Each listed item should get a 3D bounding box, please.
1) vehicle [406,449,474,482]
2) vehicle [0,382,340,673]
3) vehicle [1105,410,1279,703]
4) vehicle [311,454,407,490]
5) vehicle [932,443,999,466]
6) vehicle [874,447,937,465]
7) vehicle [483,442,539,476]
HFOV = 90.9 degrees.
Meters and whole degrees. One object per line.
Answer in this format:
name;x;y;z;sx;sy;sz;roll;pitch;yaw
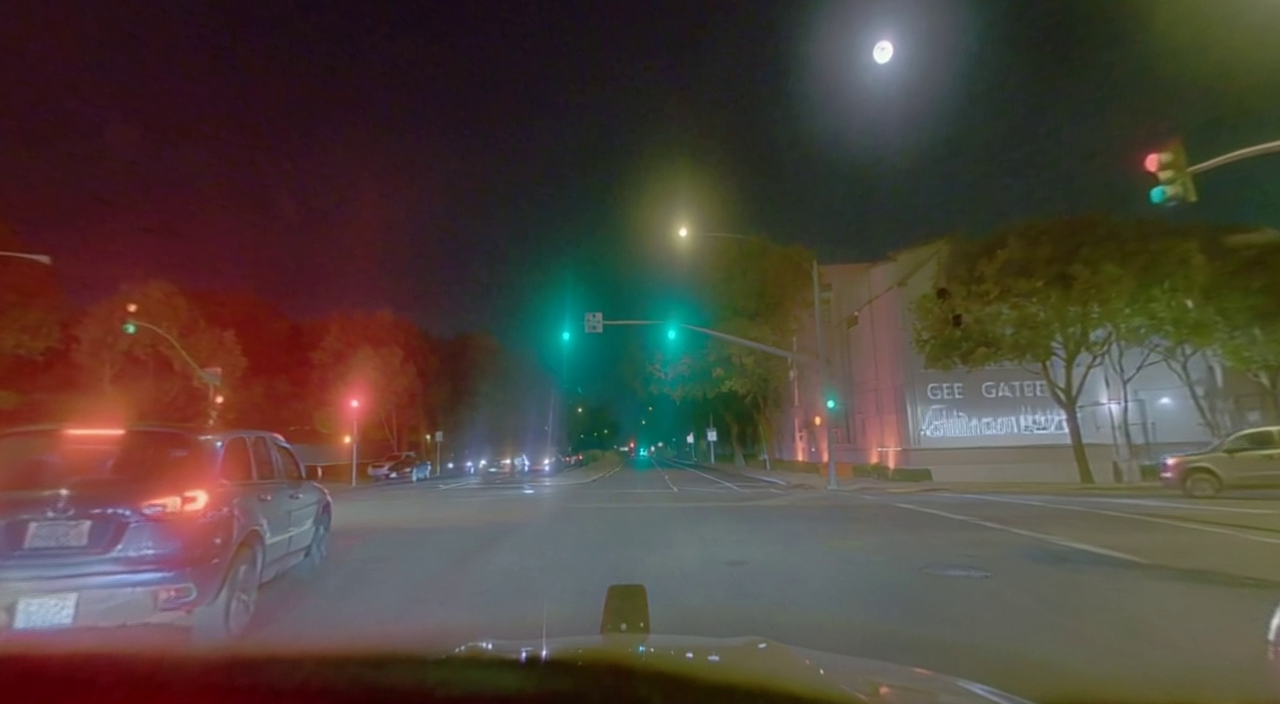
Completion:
vehicle;-10.636;6.049;33.898;2.041;1.548;4.868;0;-8;0
vehicle;-4.613;1.411;6.199;2.000;1.789;4.638;2;-9;-13
vehicle;3.541;0.796;1.225;1.966;1.490;4.429;0;-8;1
vehicle;-13.392;5.735;30.413;2.011;1.480;4.747;-1;-8;7
vehicle;21.464;6.760;41.608;3.576;1.425;1.702;2;-8;-11
vehicle;20.508;8.054;48.815;4.120;1.340;1.654;-1;-8;4
vehicle;-7.167;5.998;35.657;2.081;1.818;4.782;0;-8;1
